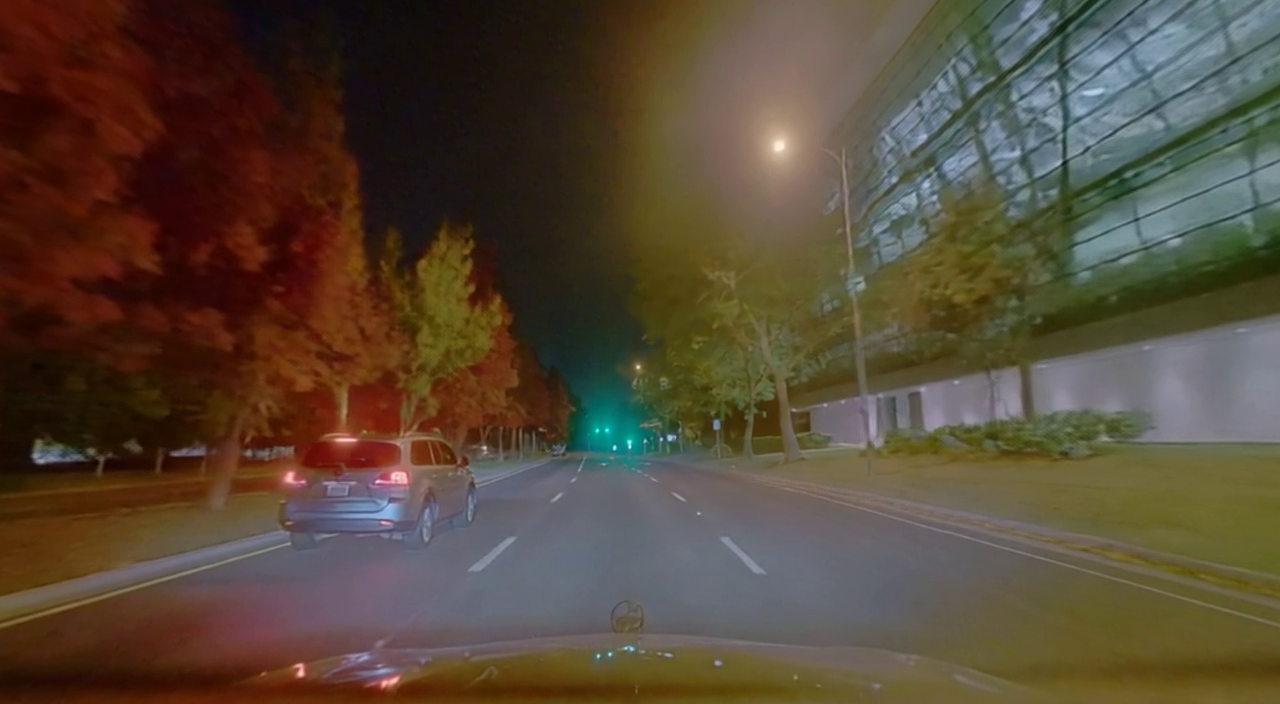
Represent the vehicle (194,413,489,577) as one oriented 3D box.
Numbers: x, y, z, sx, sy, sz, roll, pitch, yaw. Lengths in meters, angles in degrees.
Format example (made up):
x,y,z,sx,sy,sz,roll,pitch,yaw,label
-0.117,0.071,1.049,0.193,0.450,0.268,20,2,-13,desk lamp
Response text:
x,y,z,sx,sy,sz,roll,pitch,yaw,label
-3.665,1.837,8.953,2.067,1.700,4.561,0,-9,-2,vehicle
